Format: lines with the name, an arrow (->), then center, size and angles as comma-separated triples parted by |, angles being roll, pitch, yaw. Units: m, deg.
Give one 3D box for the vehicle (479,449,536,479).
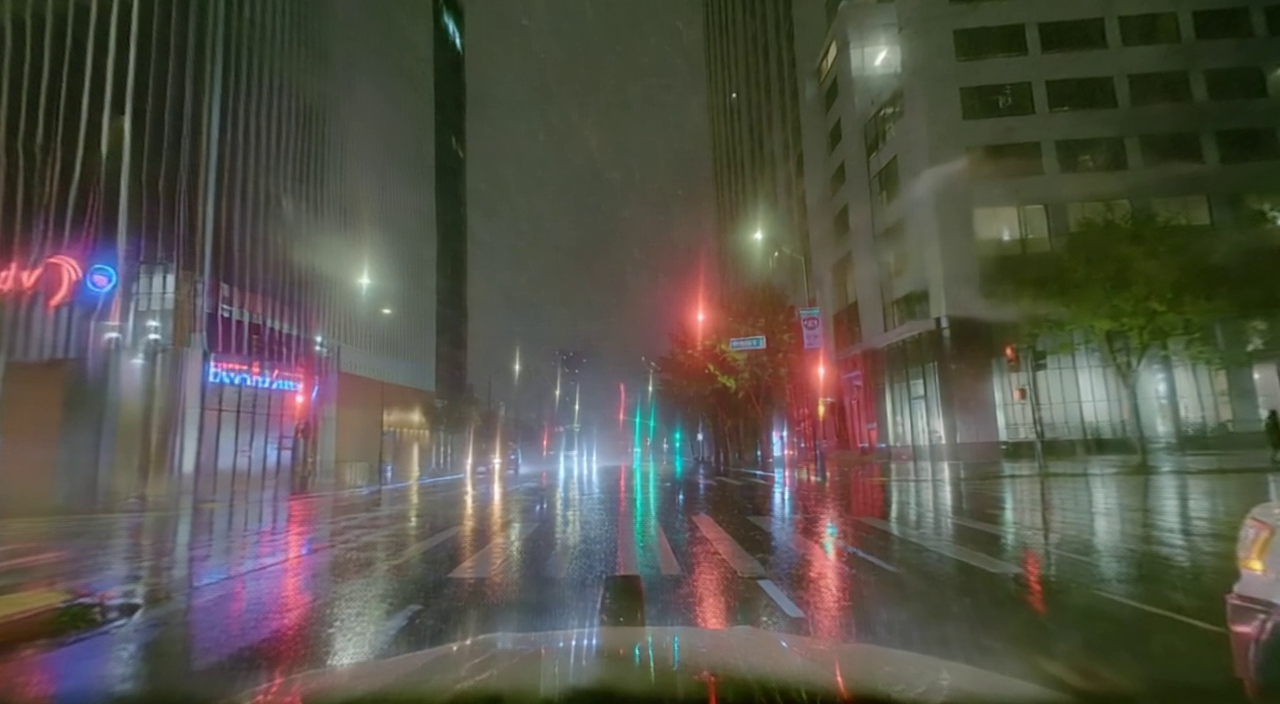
vehicle -> -6.932, 5.887, 33.501 | 1.893, 1.451, 4.276 | -1, -9, 3
